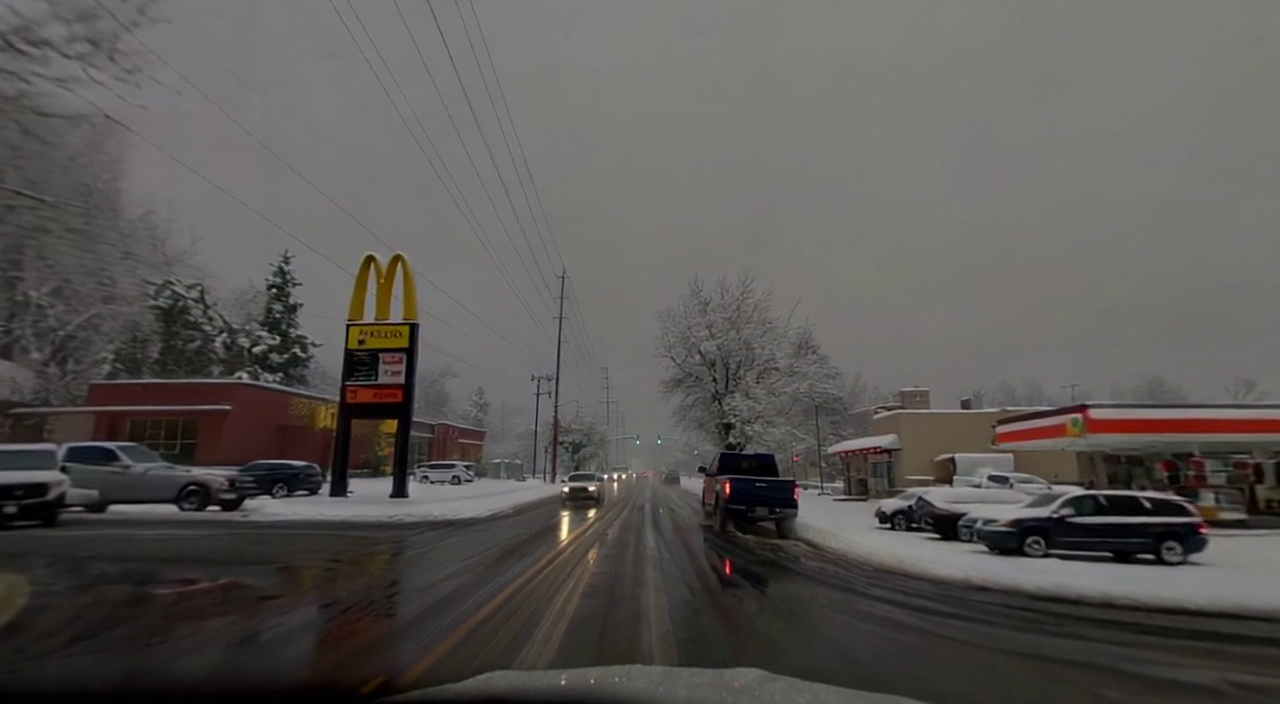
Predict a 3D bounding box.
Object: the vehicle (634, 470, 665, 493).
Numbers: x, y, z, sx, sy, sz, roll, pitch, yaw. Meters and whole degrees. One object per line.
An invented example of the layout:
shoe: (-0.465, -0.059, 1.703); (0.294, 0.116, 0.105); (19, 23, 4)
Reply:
vehicle: (0.672, 8.629, 42.186); (1.993, 1.454, 3.810); (0, -11, 1)

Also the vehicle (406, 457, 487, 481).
vehicle: (-12.878, 7.804, 42.069); (4.677, 1.478, 1.904); (0, -11, 5)

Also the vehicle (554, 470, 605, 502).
vehicle: (-2.948, 6.665, 31.615); (1.999, 1.467, 4.256); (0, -11, 1)

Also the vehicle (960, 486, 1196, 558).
vehicle: (10.078, 3.940, 14.777); (4.123, 1.446, 1.807); (1, -11, 0)

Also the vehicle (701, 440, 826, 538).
vehicle: (2.914, 3.446, 16.250); (2.153, 2.074, 5.188); (1, -11, 0)
